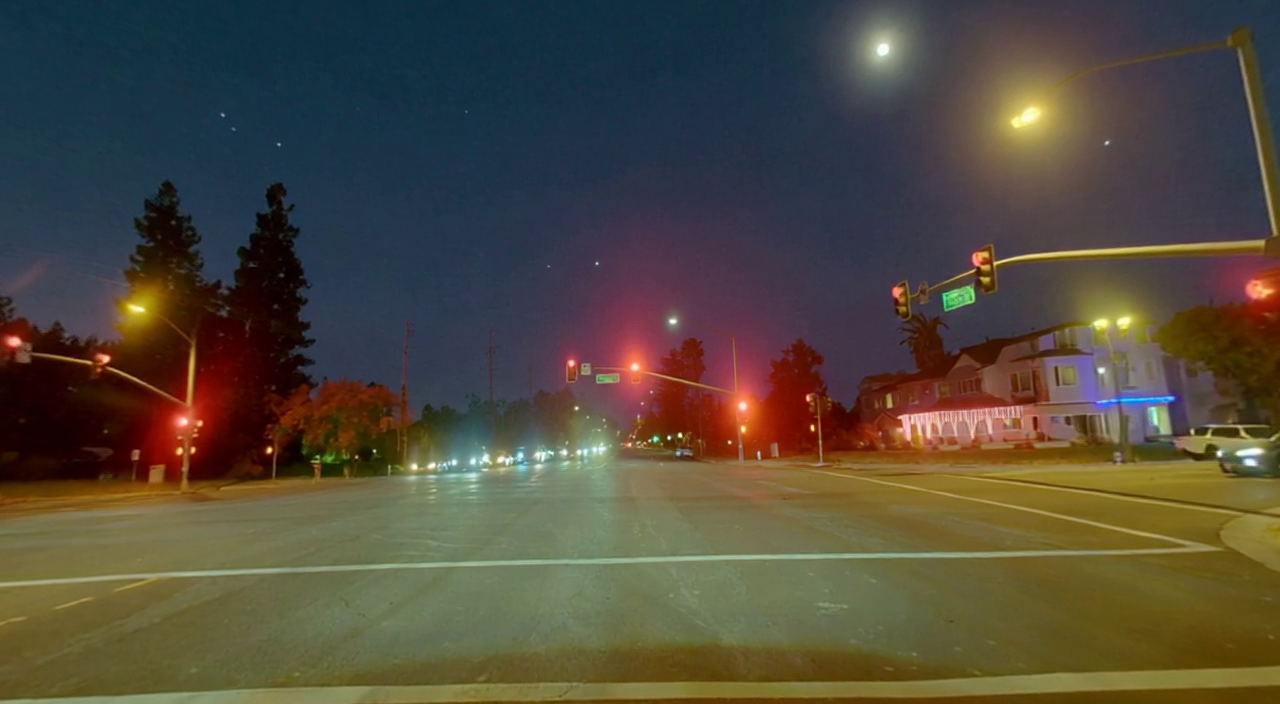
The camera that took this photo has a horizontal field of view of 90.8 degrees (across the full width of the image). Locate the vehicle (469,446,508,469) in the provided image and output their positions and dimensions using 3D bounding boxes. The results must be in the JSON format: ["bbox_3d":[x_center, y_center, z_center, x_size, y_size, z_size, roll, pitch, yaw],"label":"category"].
[{"bbox_3d":[-10.696,7.459,44.751,1.881,1.509,3.377,0,-9,1],"label":"vehicle"}]

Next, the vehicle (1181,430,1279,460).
[{"bbox_3d":[31.335,4.883,33.016,4.318,1.488,1.870,0,-9,-1],"label":"vehicle"}]
